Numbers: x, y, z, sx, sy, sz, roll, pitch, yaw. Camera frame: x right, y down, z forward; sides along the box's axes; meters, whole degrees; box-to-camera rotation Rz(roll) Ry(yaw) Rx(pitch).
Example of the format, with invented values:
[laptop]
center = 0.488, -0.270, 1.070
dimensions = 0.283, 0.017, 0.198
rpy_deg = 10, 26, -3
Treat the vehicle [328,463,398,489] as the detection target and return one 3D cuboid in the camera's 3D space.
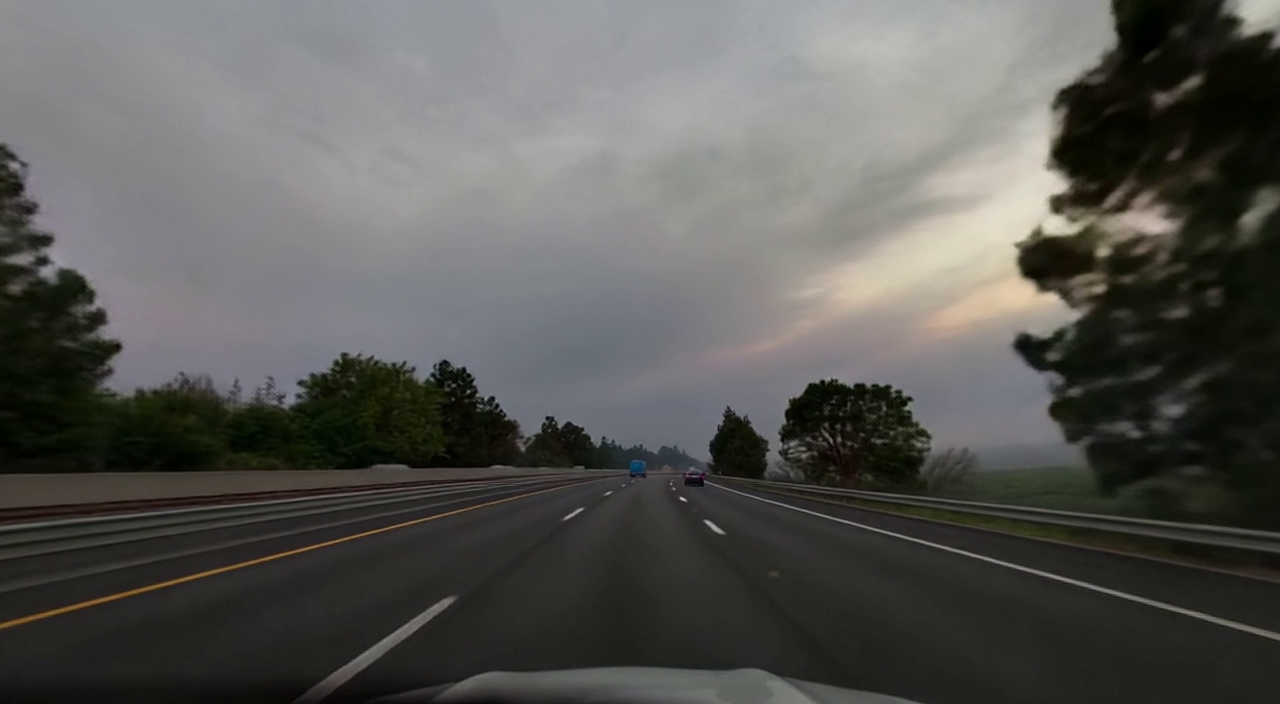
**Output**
[vehicle]
center = -16.079, 7.250, 36.882
dimensions = 2.023, 1.373, 4.618
rpy_deg = 0, -11, 0
